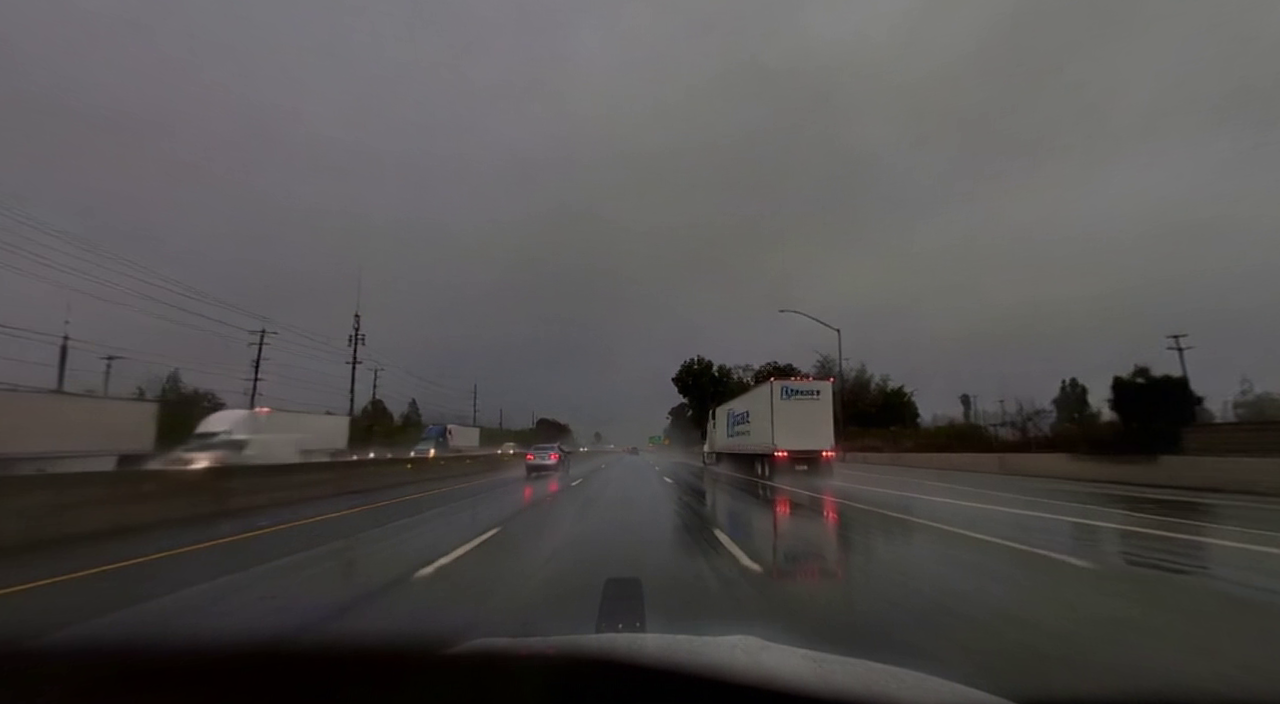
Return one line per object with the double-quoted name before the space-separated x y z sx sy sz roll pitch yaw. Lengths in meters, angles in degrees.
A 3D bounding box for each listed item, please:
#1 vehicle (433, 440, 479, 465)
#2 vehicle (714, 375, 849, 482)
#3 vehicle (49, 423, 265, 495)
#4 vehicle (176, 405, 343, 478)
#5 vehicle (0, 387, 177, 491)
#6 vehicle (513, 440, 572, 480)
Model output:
"vehicle" -14.028 7.696 48.499 2.177 1.837 4.780 0 -9 -1
"vehicle" 6.465 4.182 32.712 2.919 4.195 15.833 0 -9 -1
"vehicle" -13.118 2.954 17.720 2.193 1.724 4.842 0 -9 0
"vehicle" -21.195 5.191 36.396 2.988 3.535 10.678 0 -9 0
"vehicle" -25.270 3.429 24.713 2.849 3.846 15.601 0 -9 -1
"vehicle" -4.331 4.880 28.668 2.027 1.651 4.099 0 -9 0
